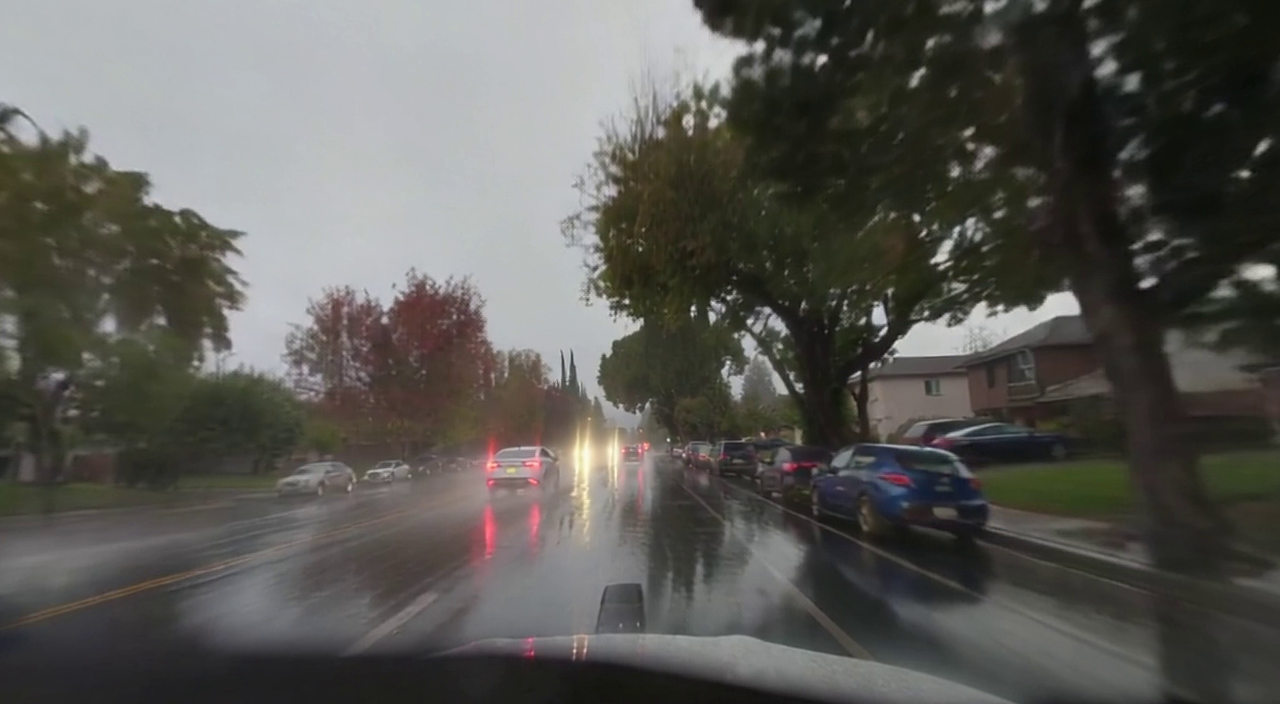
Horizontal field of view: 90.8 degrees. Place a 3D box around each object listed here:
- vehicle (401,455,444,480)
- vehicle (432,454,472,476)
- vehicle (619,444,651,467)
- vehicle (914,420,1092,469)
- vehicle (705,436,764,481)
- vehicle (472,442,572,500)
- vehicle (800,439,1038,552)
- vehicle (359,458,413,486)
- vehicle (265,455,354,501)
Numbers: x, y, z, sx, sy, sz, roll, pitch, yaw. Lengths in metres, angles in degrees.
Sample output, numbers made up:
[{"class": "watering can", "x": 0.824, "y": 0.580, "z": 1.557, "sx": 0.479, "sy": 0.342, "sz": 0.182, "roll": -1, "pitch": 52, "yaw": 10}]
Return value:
[{"class": "vehicle", "x": -14.489, "y": 7.705, "z": 42.294, "sx": 1.681, "sy": 1.419, "sz": 3.859, "roll": -5, "pitch": -10, "yaw": -4}, {"class": "vehicle", "x": -14.633, "y": 8.804, "z": 49.407, "sx": 1.811, "sy": 1.433, "sz": 4.564, "roll": -6, "pitch": -10, "yaw": -2}, {"class": "vehicle", "x": -0.347, "y": 7.082, "z": 43.467, "sx": 2.088, "sy": 1.495, "sz": 4.048, "roll": 0, "pitch": -8, "yaw": 0}, {"class": "vehicle", "x": 11.621, "y": 3.006, "z": 20.492, "sx": 4.537, "sy": 1.465, "sz": 1.923, "roll": -1, "pitch": -9, "yaw": 3}, {"class": "vehicle", "x": 4.075, "y": 4.687, "z": 28.022, "sx": 1.943, "sy": 1.788, "sz": 4.462, "roll": 0, "pitch": -9, "yaw": 1}, {"class": "vehicle", "x": -3.291, "y": 3.412, "z": 18.605, "sx": 2.027, "sy": 1.477, "sz": 4.413, "roll": 0, "pitch": -9, "yaw": 1}, {"class": "vehicle", "x": 4.306, "y": 2.259, "z": 10.743, "sx": 1.944, "sy": 1.470, "sz": 4.530, "roll": 0, "pitch": -9, "yaw": 0}, {"class": "vehicle", "x": -14.810, "y": 7.019, "z": 37.091, "sx": 1.626, "sy": 1.439, "sz": 3.682, "roll": 0, "pitch": -9, "yaw": 0}, {"class": "vehicle", "x": -14.734, "y": 5.583, "z": 28.395, "sx": 1.945, "sy": 1.613, "sz": 3.983, "roll": -6, "pitch": -8, "yaw": -1}]
